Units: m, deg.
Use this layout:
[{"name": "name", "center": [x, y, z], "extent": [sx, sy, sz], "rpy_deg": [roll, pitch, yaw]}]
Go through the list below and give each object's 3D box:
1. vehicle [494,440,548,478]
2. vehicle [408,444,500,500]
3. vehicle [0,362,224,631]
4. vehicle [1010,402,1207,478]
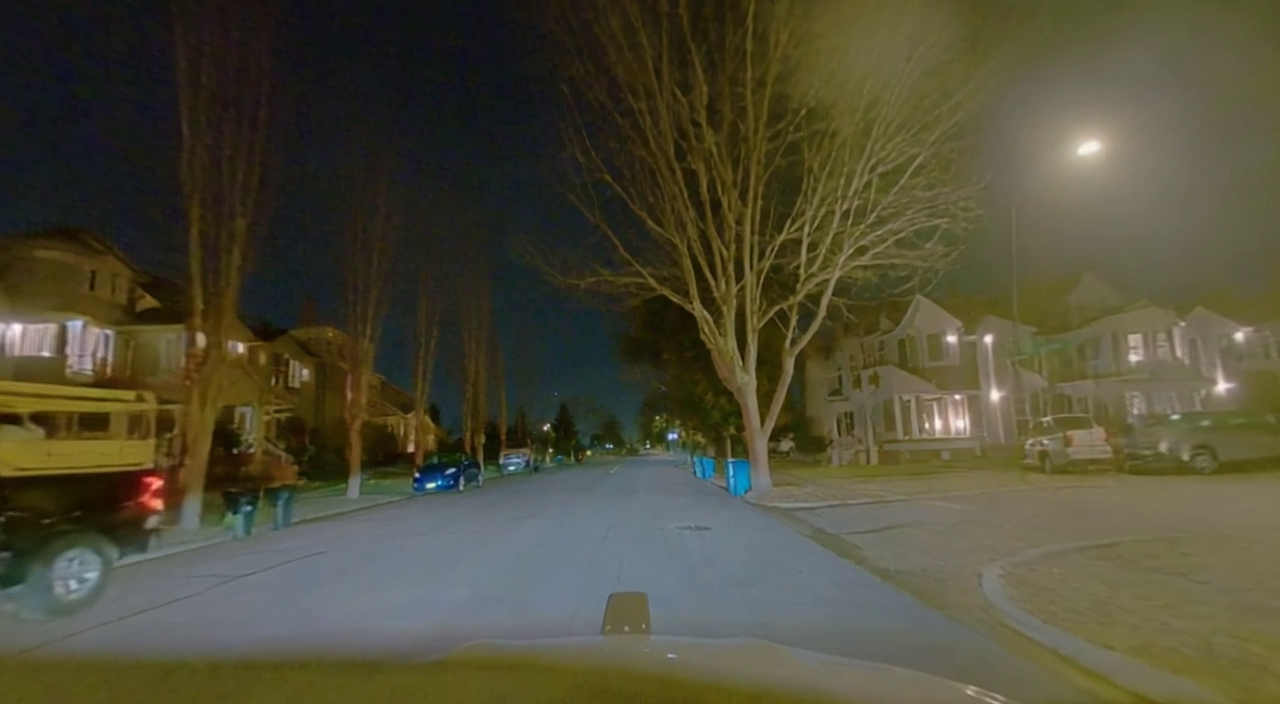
[{"name": "vehicle", "center": [-6.553, 5.925, 35.309], "extent": [2.169, 1.871, 4.762], "rpy_deg": [-3, -8, -1]}, {"name": "vehicle", "center": [-6.374, 4.104, 22.110], "extent": [1.945, 1.530, 4.430], "rpy_deg": [-4, -7, -1]}, {"name": "vehicle", "center": [-6.285, 1.112, 4.691], "extent": [2.223, 2.115, 5.707], "rpy_deg": [5, -3, 2]}, {"name": "vehicle", "center": [12.889, 2.463, 17.852], "extent": [1.936, 1.687, 4.714], "rpy_deg": [-5, -8, 1]}]
